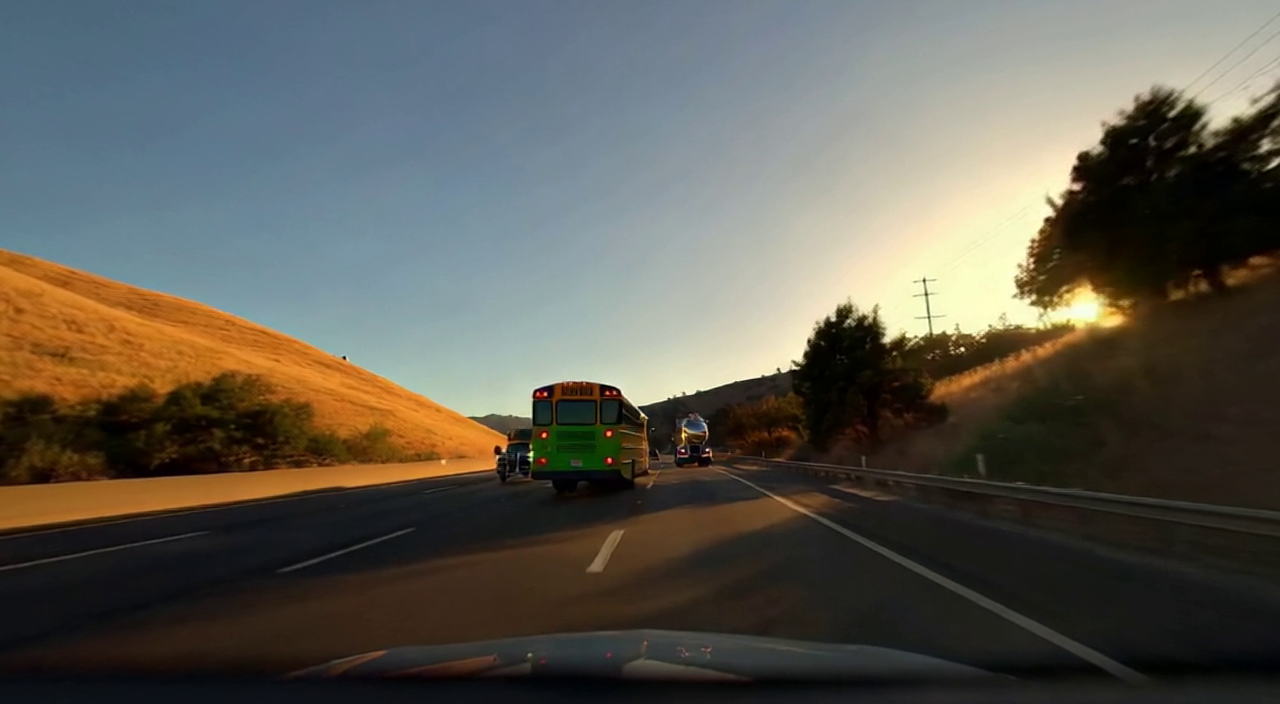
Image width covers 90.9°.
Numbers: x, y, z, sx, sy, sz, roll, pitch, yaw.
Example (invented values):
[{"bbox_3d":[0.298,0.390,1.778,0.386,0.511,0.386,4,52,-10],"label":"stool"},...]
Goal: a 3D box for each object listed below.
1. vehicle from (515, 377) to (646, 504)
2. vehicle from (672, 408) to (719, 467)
[{"bbox_3d":[-1.507,3.068,21.763,2.948,3.265,10.569,-1,-8,3],"label":"vehicle"},{"bbox_3d":[3.687,5.956,43.400,2.716,3.705,7.018,0,-9,1],"label":"vehicle"}]
